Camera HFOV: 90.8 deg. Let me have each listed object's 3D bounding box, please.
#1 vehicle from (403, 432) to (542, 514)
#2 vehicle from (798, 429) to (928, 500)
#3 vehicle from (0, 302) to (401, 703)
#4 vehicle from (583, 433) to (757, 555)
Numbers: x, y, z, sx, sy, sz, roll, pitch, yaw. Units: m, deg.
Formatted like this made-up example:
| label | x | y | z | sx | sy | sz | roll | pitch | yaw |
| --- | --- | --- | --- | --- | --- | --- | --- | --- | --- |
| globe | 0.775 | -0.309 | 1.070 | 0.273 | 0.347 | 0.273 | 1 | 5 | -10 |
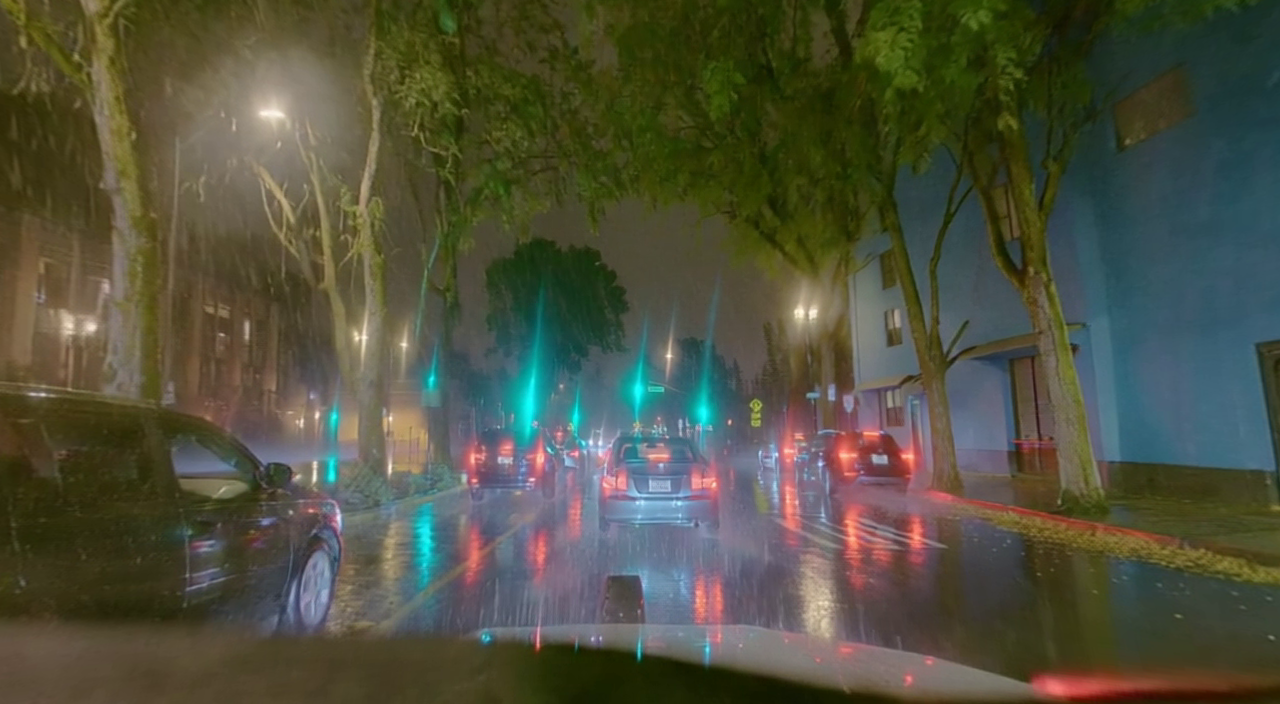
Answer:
| label | x | y | z | sx | sy | sz | roll | pitch | yaw |
| --- | --- | --- | --- | --- | --- | --- | --- | --- | --- |
| vehicle | -3.512 | 2.623 | 14.245 | 1.901 | 1.522 | 4.556 | 0 | -9 | 0 |
| vehicle | 6.340 | 3.256 | 18.673 | 2.025 | 1.808 | 4.579 | 0 | -9 | -2 |
| vehicle | -3.266 | 0.928 | 3.391 | 2.152 | 1.802 | 4.628 | 0 | -9 | 0 |
| vehicle | 0.272 | 1.995 | 9.576 | 2.095 | 1.438 | 3.843 | 0 | -8 | -3 |
